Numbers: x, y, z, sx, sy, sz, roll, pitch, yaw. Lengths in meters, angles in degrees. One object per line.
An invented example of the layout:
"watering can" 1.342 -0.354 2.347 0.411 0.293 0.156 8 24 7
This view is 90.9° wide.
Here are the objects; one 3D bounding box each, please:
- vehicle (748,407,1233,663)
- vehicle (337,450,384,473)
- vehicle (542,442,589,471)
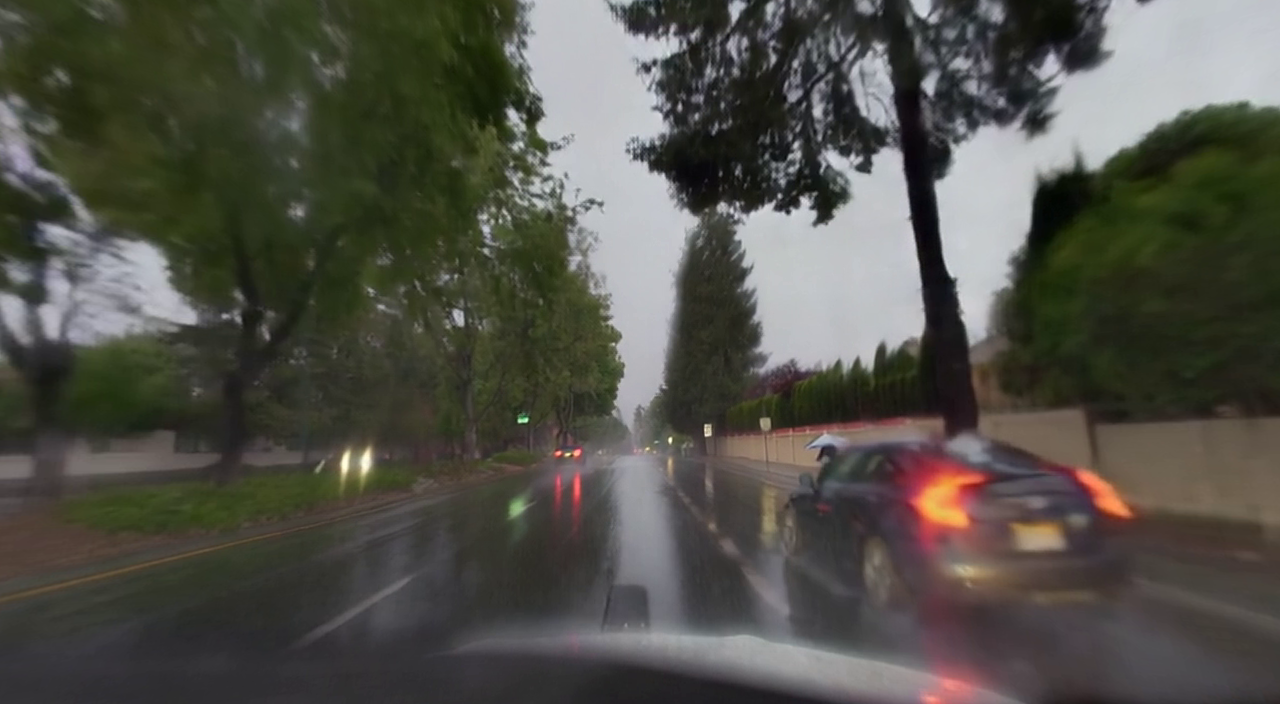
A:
"vehicle" 2.502 1.432 6.083 1.992 1.511 4.464 0 -9 -2
"vehicle" -21.909 8.568 49.540 1.816 1.717 4.024 0 -9 0
"vehicle" -3.997 5.684 34.485 2.011 1.480 4.517 0 -9 0
